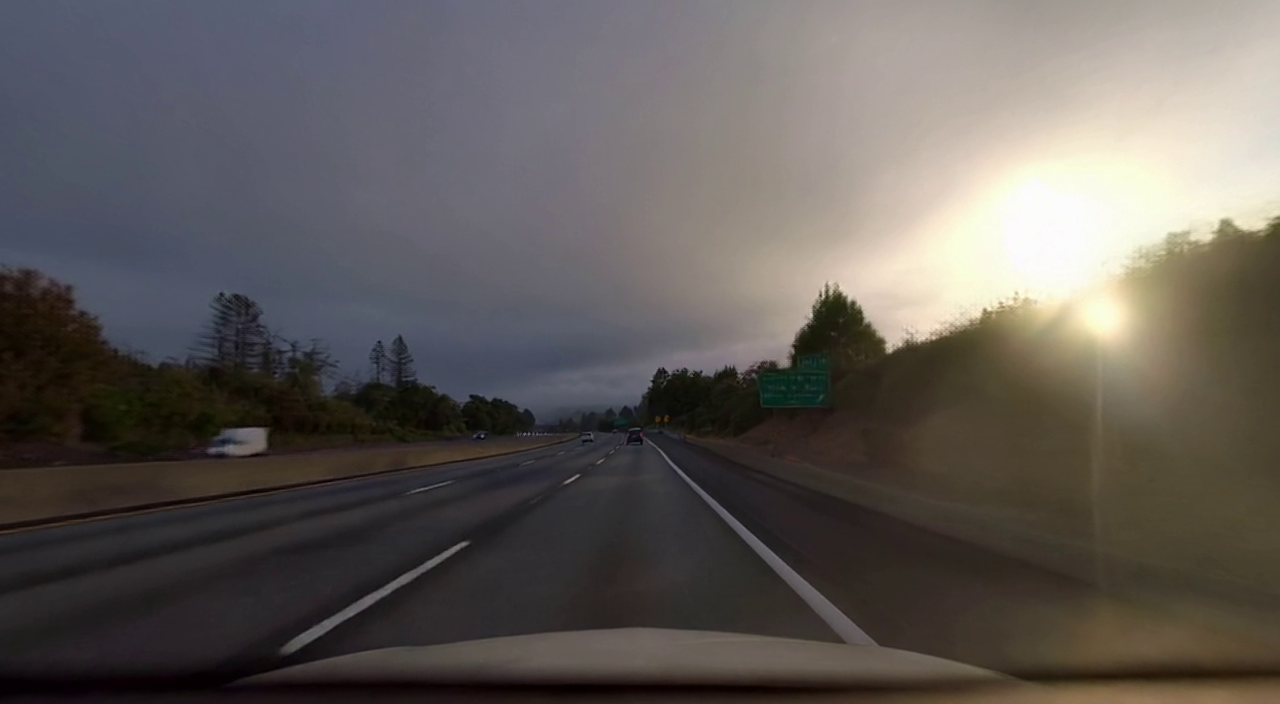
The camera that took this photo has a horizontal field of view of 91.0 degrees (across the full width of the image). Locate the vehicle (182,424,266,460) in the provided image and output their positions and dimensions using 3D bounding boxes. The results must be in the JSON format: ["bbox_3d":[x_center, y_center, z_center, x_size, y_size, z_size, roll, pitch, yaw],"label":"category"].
[{"bbox_3d":[-32.551,7.093,49.581,2.376,2.674,5.878,0,-8,2],"label":"vehicle"}]
